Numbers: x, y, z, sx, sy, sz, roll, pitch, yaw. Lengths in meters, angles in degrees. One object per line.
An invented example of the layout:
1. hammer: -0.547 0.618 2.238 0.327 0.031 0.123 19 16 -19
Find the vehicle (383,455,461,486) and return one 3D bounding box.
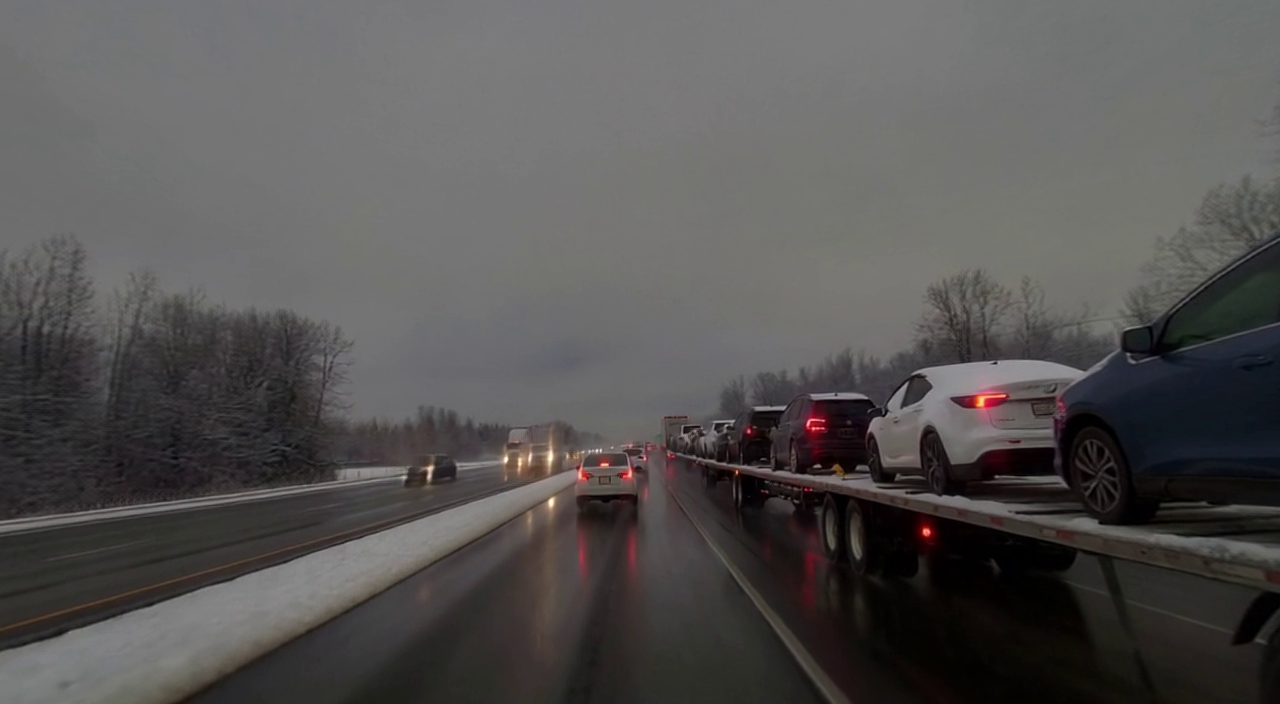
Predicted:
1. vehicle: -11.706 6.376 34.285 2.431 1.508 4.935 0 -9 1

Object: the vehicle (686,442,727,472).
1. vehicle: 3.872 6.197 37.340 1.938 1.660 4.223 0 -9 -1

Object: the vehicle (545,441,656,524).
1. vehicle: -0.700 2.634 13.214 1.991 1.466 3.675 0 -9 0

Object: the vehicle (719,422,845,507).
1. vehicle: 3.452 2.844 16.200 2.303 1.889 3.920 0 -9 0

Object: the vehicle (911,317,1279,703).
1. vehicle: 3.493 0.923 3.507 1.959 1.783 4.407 0 -9 0
